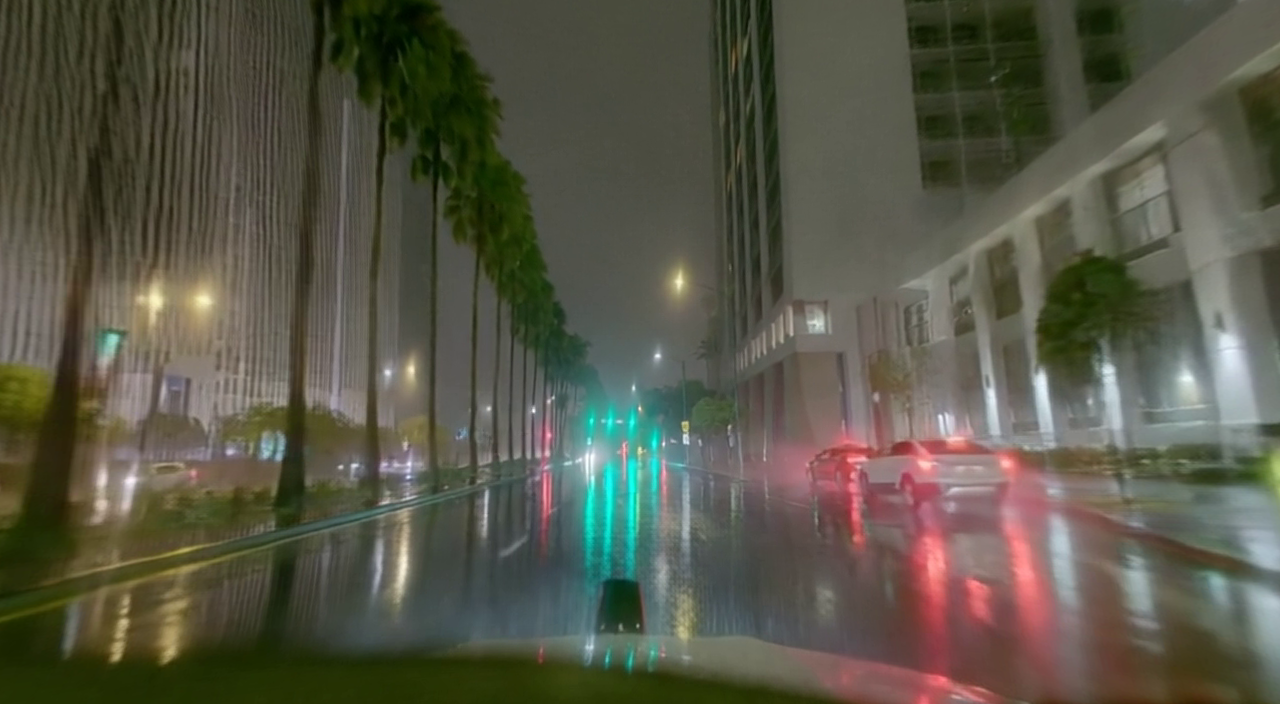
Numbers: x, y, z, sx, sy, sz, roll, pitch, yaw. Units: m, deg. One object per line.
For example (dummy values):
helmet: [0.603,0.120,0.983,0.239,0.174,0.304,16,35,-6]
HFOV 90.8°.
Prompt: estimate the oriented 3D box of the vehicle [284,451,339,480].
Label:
vehicle: [-19.932,6.852,38.446,1.703,1.493,3.803,0,-7,-7]

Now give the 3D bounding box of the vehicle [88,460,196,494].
vehicle: [-24.749,6.188,31.632,1.801,1.444,4.640,0,-9,-3]

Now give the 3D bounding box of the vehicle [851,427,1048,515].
vehicle: [6.898,2.701,14.805,2.225,1.727,4.418,0,-9,-2]
